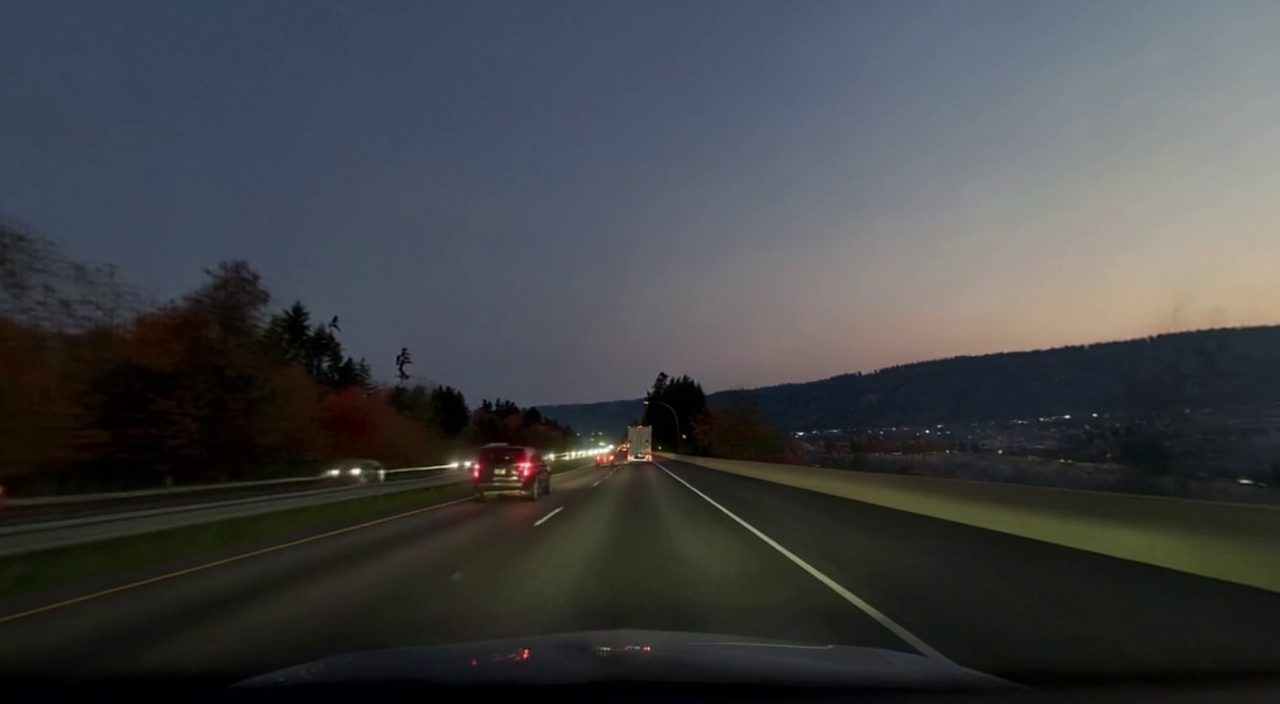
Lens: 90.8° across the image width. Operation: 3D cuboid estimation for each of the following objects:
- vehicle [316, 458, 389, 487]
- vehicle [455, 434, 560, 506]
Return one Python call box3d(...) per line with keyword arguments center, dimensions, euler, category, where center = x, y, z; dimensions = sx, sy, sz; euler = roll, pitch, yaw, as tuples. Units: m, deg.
box3d(center=(-17.392, 7.286, 38.495), dimensions=(1.960, 1.575, 5.256), euler=(0, -9, 0), category="vehicle")
box3d(center=(-3.748, 3.448, 18.806), dimensions=(2.079, 1.845, 4.654), euler=(0, -9, 1), category="vehicle")
